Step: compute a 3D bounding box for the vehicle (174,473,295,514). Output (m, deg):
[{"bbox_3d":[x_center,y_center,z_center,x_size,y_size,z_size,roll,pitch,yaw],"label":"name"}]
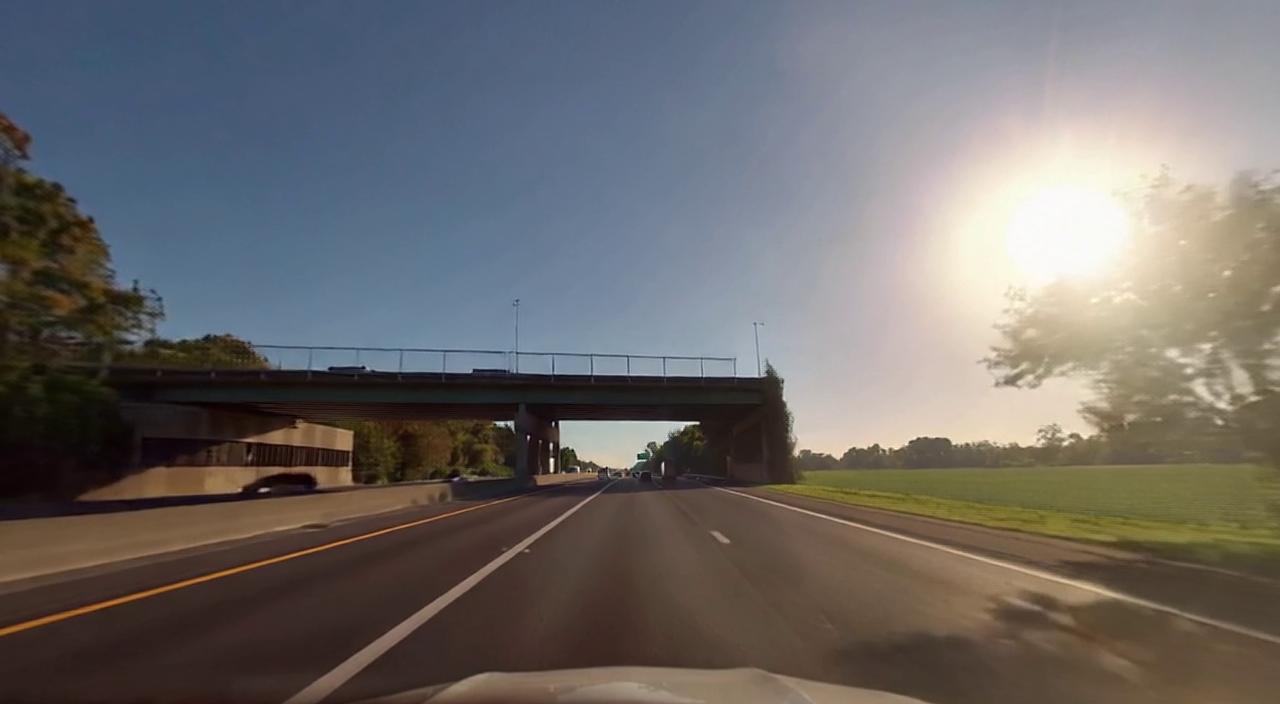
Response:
[{"bbox_3d":[-16.043,5.598,25.281,1.830,1.447,4.543,1,-11,0],"label":"vehicle"}]
